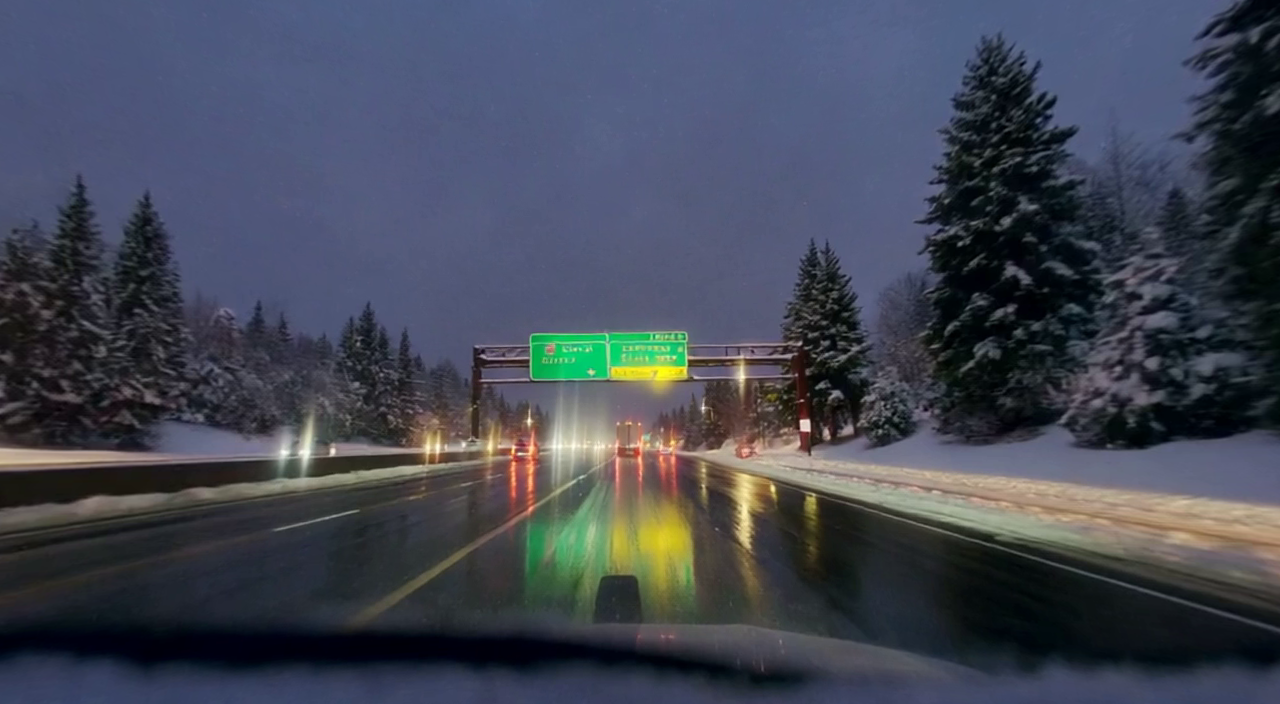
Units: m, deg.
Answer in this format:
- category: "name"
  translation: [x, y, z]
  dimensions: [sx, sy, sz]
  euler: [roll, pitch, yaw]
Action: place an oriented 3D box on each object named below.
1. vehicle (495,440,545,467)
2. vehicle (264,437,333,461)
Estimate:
- category: "vehicle"
  translation: [-7.380, 6.289, 39.276]
  dimensions: [2.117, 1.518, 4.930]
  euler: [0, -8, 0]
- category: "vehicle"
  translation: [-22.525, 6.429, 41.946]
  dimensions: [1.865, 1.481, 4.681]
  euler: [0, -8, 2]
